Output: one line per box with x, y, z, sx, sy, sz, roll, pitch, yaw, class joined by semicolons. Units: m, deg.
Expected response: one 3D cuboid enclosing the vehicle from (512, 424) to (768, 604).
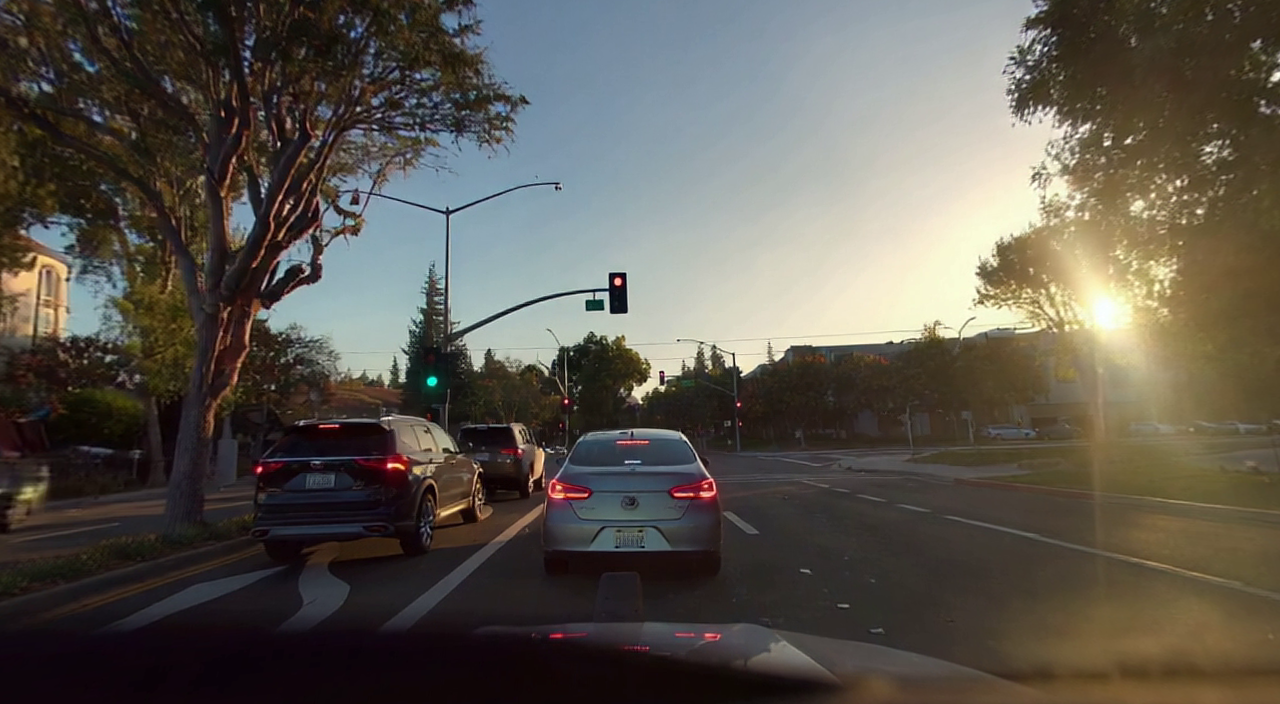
-0.054;1.642;7.312;2.126;1.475;3.967;0;-8;-2;vehicle

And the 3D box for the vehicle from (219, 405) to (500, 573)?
-3.432;1.759;8.847;2.046;1.751;4.208;0;-8;-1;vehicle
